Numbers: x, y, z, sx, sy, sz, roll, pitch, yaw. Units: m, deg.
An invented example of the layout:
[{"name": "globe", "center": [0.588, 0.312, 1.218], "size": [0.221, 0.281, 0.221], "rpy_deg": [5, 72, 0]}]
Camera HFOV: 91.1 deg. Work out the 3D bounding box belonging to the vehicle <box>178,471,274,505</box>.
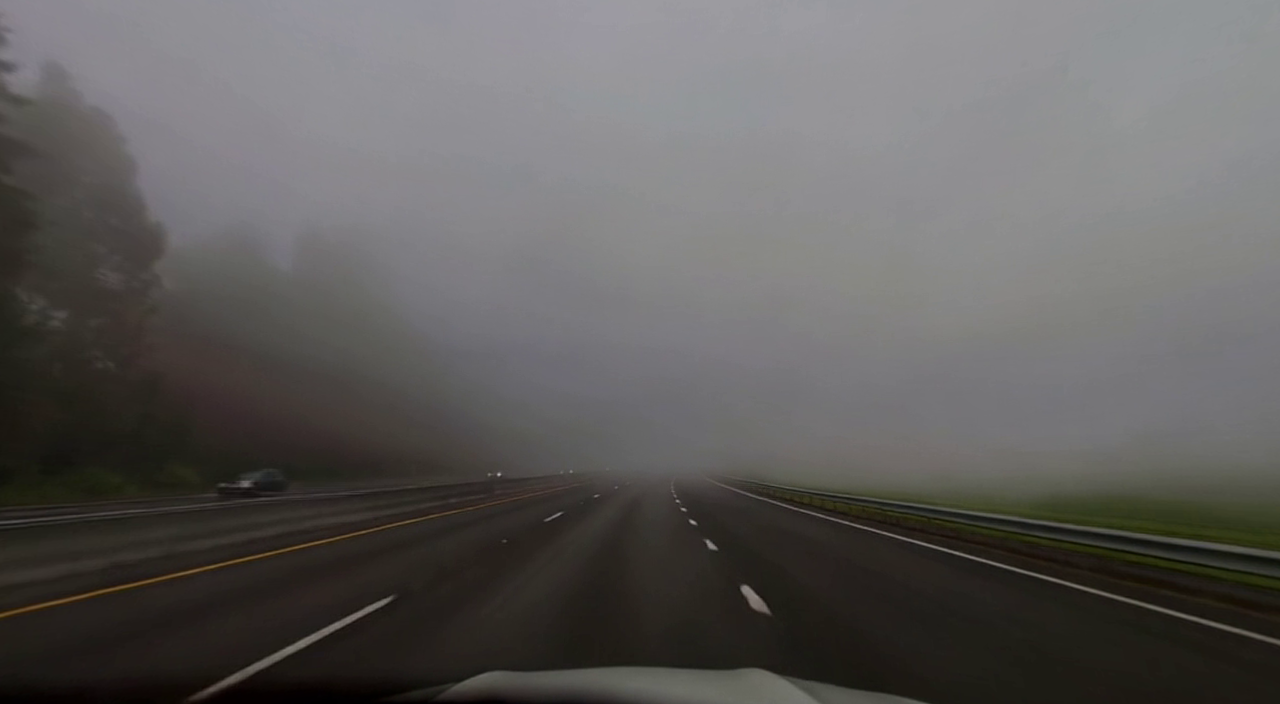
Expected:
[{"name": "vehicle", "center": [-20.539, 6.722, 31.384], "size": [1.797, 1.516, 4.232], "rpy_deg": [1, -10, 1]}]
